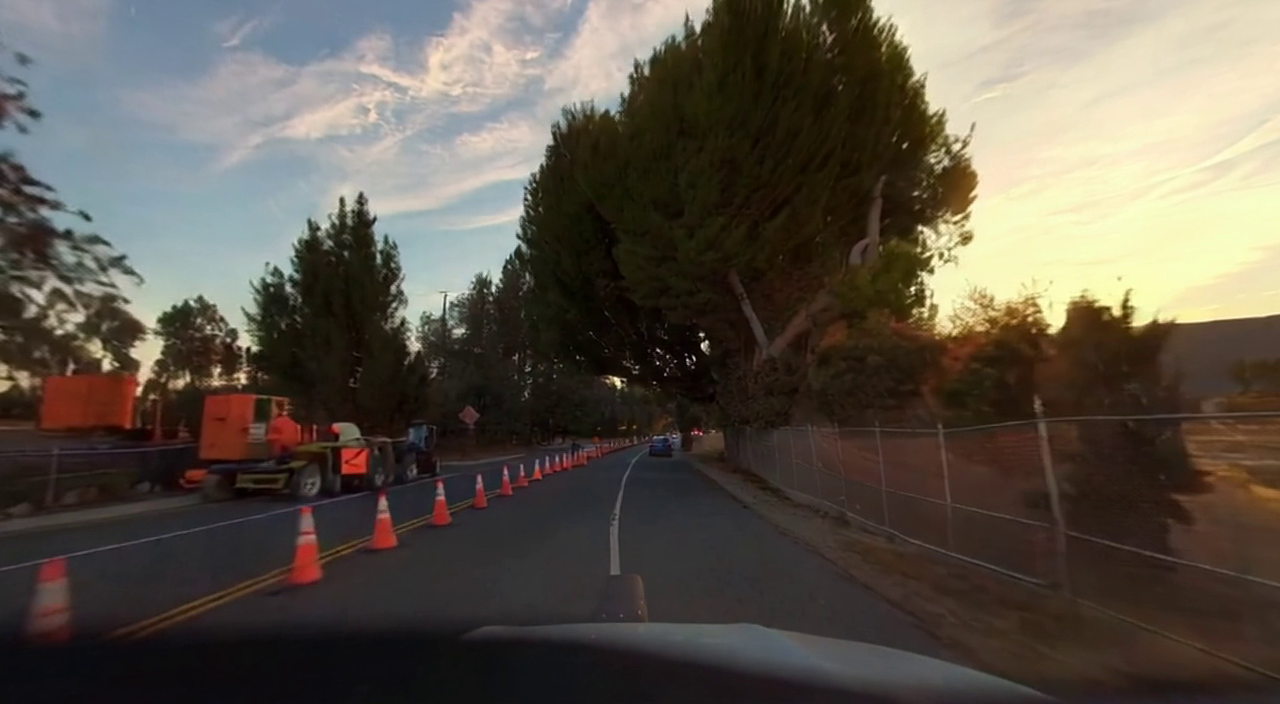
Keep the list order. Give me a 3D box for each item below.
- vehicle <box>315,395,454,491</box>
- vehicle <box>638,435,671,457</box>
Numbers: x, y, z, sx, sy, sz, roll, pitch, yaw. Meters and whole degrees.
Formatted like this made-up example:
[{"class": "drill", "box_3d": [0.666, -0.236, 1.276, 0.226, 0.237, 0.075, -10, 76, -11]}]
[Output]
[{"class": "vehicle", "box_3d": [-7.650, 2.776, 19.241, 3.064, 2.710, 2.385, -1, -9, 4]}, {"class": "vehicle", "box_3d": [0.985, 6.519, 43.746, 2.172, 1.486, 3.581, 0, -9, 1]}]
